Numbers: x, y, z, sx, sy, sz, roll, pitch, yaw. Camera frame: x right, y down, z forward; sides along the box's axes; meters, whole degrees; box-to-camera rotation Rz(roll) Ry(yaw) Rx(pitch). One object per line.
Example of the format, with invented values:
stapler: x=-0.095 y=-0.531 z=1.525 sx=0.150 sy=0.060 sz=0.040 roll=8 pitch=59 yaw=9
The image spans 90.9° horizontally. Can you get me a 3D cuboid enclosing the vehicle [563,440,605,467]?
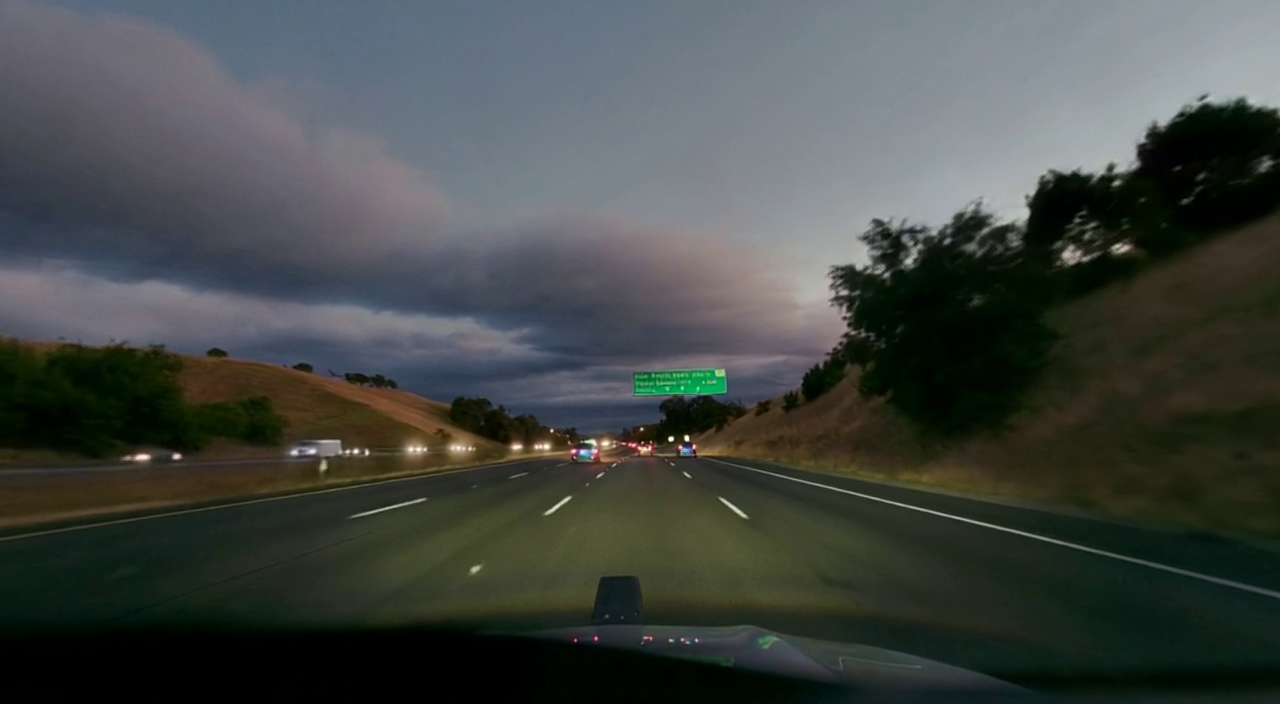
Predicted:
vehicle: x=-3.447 y=6.331 z=39.552 sx=2.159 sy=1.562 sz=4.441 roll=0 pitch=-8 yaw=1

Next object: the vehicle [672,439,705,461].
vehicle: x=3.734 y=7.618 z=49.181 sx=2.168 sy=1.681 sz=4.279 roll=0 pitch=-8 yaw=0
